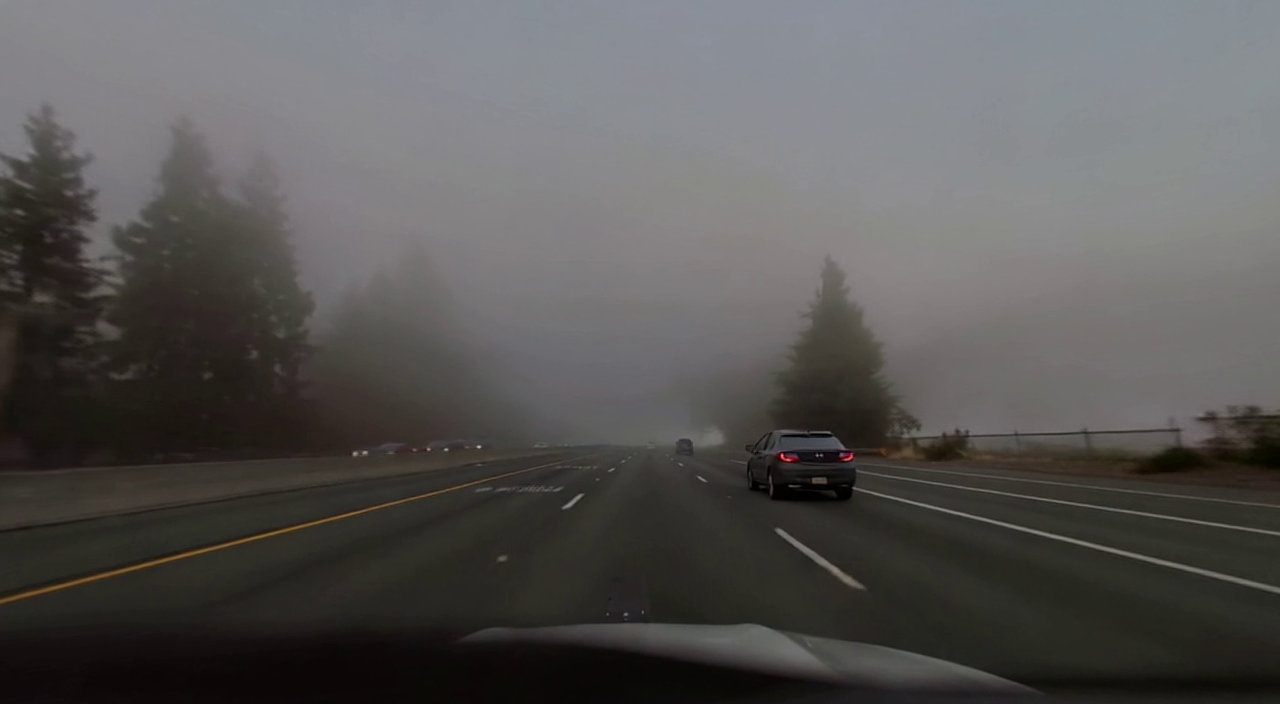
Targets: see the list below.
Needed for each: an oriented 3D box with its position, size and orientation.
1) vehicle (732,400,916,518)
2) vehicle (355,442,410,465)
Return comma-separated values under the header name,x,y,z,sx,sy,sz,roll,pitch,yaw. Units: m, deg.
name,x,y,z,sx,sy,sz,roll,pitch,yaw
vehicle,3.519,2.202,13.504,2.218,1.964,5.662,0,-8,0
vehicle,-17.147,6.760,42.246,1.774,1.469,4.331,-1,-8,1
